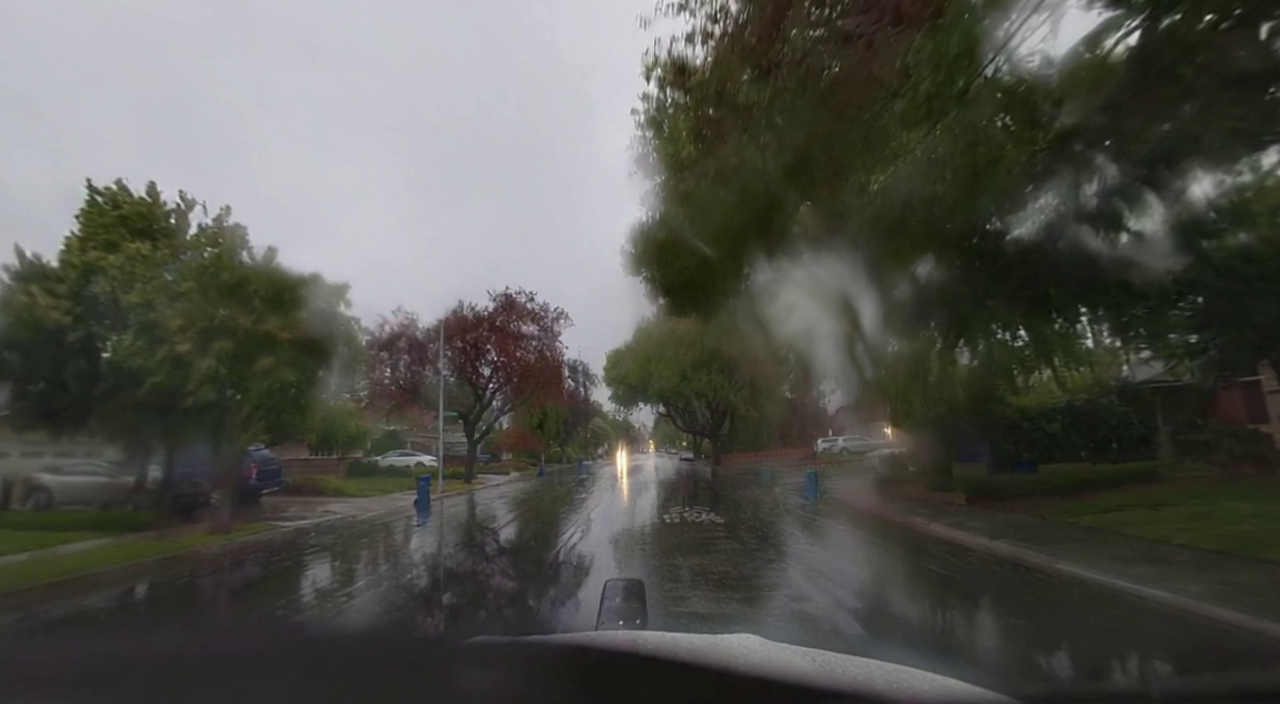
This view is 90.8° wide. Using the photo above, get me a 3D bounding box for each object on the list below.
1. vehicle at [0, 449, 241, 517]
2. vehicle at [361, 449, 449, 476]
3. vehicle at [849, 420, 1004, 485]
[{"bbox_3d":[-12.706,3.169,15.605,4.406,1.539,1.912,0,-9,2],"label":"vehicle"},{"bbox_3d":[-13.722,6.409,36.906,4.477,1.449,1.922,5,-10,-30],"label":"vehicle"},{"bbox_3d":[10.565,3.730,23.549,4.697,1.604,1.838,-8,-8,-2],"label":"vehicle"}]
